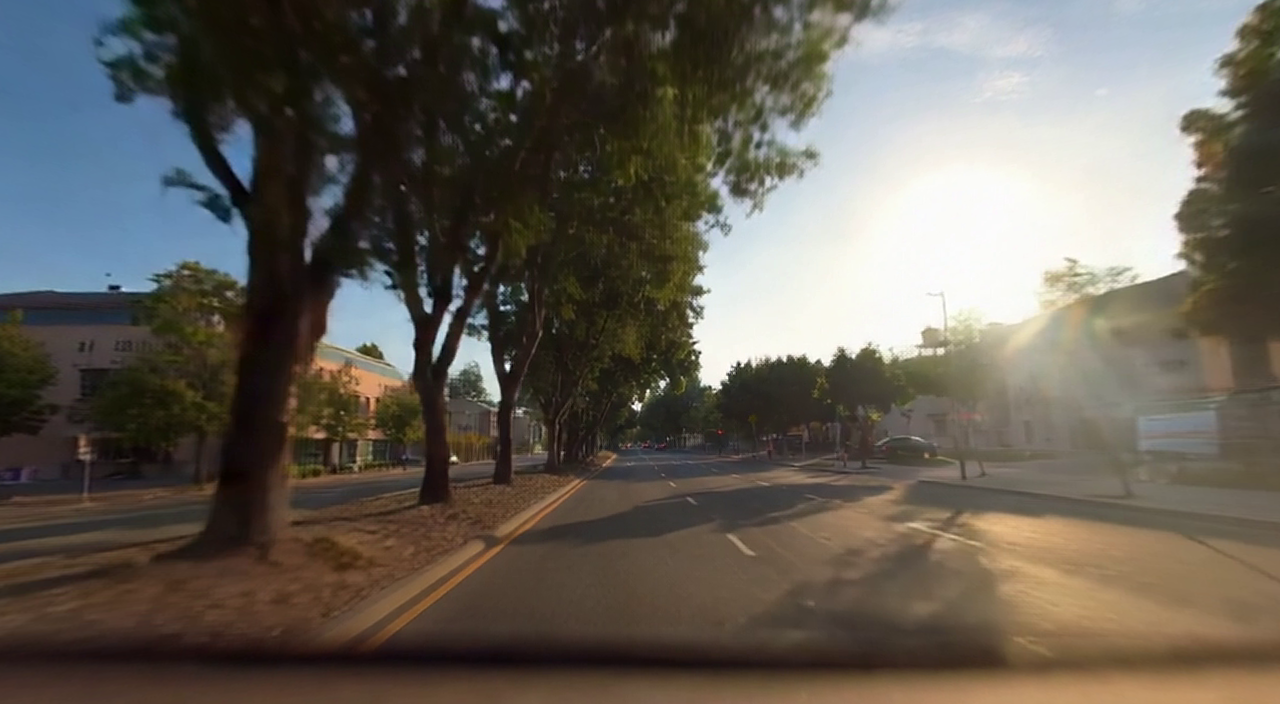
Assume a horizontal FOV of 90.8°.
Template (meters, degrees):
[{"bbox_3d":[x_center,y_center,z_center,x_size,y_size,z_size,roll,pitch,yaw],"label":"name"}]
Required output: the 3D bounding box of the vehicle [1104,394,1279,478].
[{"bbox_3d":[21.652,3.319,24.619,2.400,2.851,5.992,0,-9,0],"label":"vehicle"}]

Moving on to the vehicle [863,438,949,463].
[{"bbox_3d":[16.890,6.249,40.257,4.505,1.498,2.068,0,-9,-3],"label":"vehicle"}]
